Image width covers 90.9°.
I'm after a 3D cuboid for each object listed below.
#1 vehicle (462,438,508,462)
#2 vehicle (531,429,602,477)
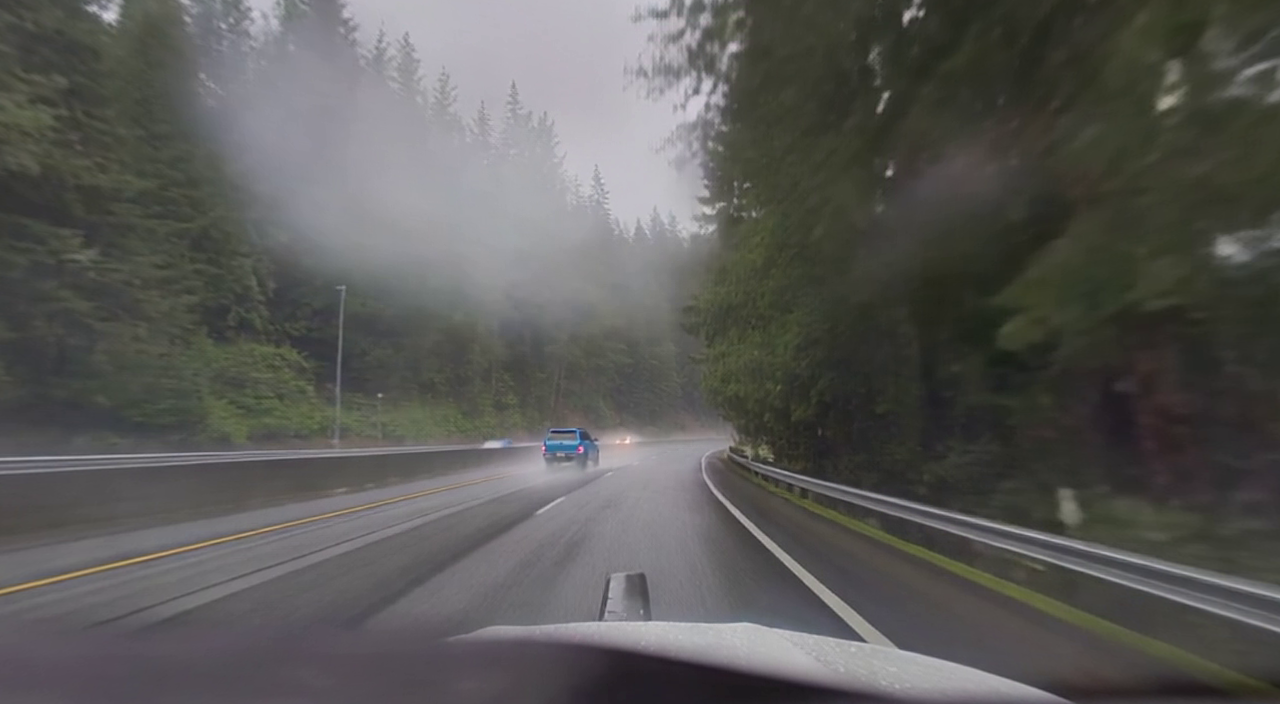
[{"bbox_3d":[-10.723,6.804,43.914,1.916,1.506,4.401,-1,-8,3],"label":"vehicle"},{"bbox_3d":[-2.850,4.052,25.478,2.005,1.752,4.479,-1,-8,4],"label":"vehicle"}]
